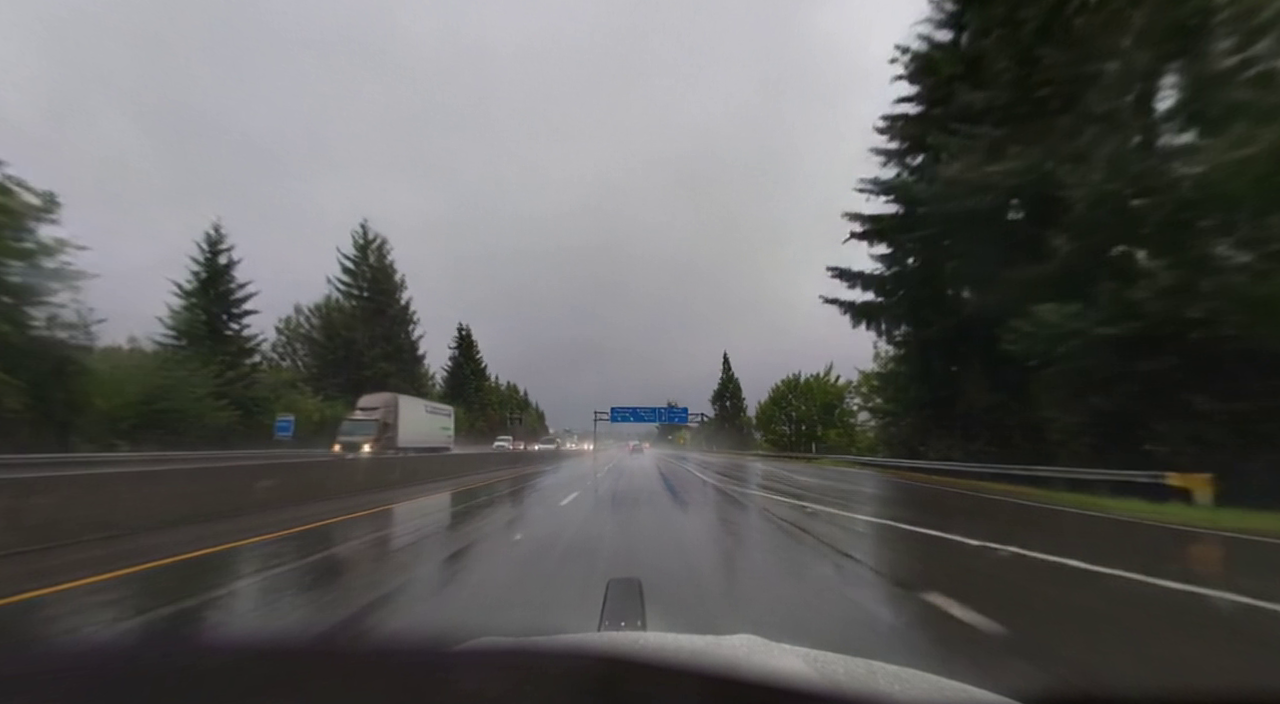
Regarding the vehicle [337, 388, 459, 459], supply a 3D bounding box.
[{"bbox_3d":[-16.415,5.455,44.740,2.743,4.034,16.022,-2,-9,-1],"label":"vehicle"}]
